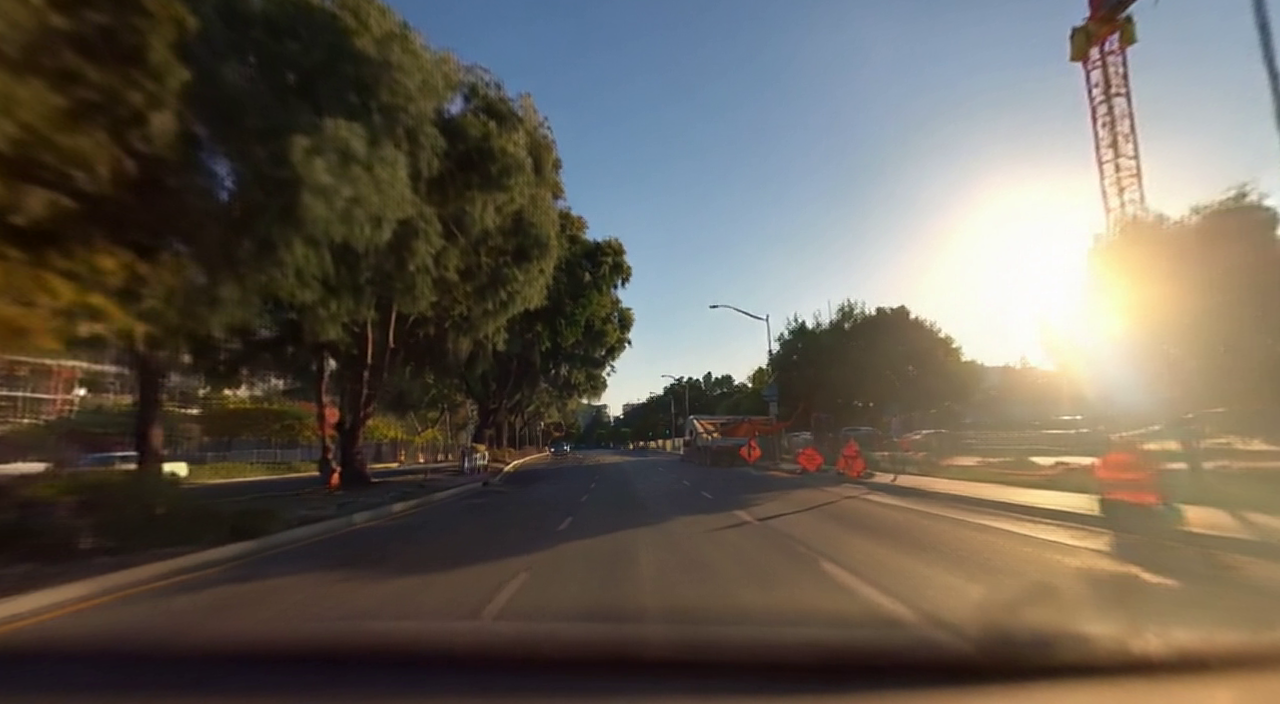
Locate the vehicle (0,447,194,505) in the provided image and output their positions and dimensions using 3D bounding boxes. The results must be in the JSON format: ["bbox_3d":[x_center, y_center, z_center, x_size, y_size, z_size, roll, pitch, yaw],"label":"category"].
[{"bbox_3d":[-22.162,4.951,25.913,2.578,2.030,6.687,-1,-8,2],"label":"vehicle"}]

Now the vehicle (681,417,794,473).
[{"bbox_3d":[5.565,5.561,37.635,3.060,2.963,7.552,3,-9,-23],"label":"vehicle"}]
